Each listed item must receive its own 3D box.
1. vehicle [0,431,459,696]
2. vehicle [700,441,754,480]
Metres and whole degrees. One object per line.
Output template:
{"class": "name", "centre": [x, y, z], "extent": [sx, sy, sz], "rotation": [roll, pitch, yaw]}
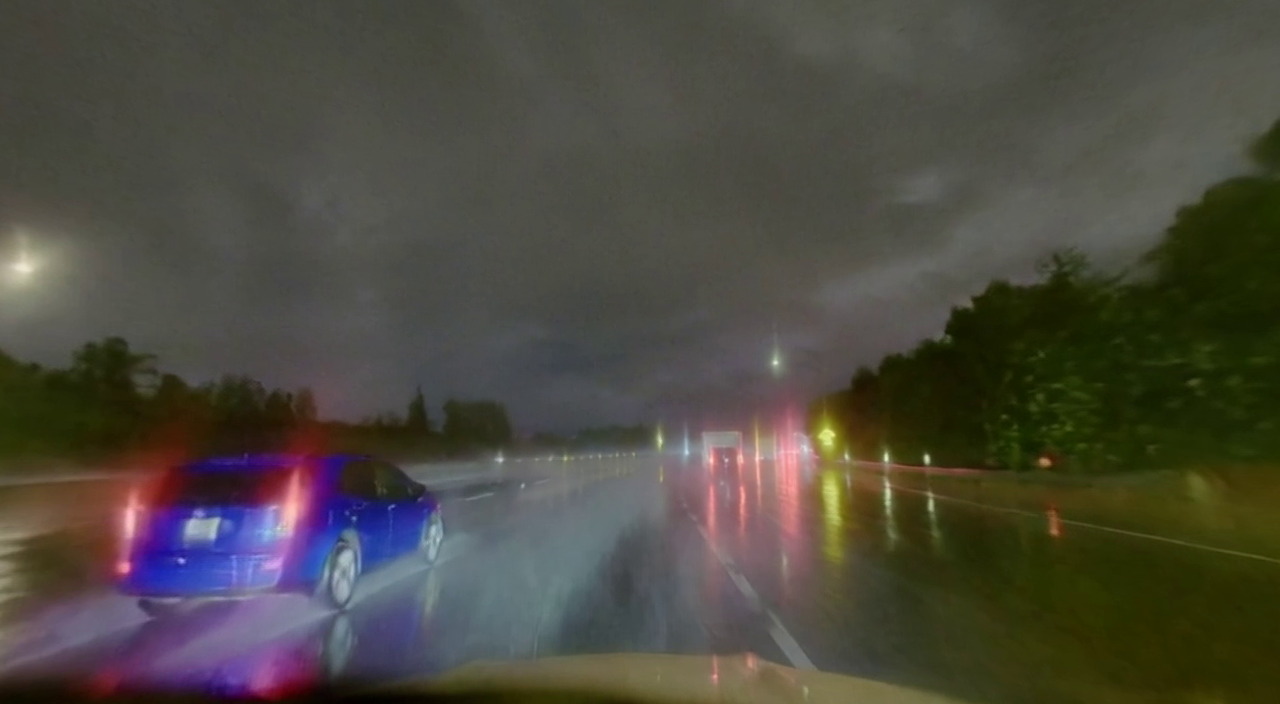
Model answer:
{"class": "vehicle", "centre": [-3.342, 1.580, 5.878], "extent": [1.937, 1.490, 4.372], "rotation": [-1, -9, 1]}
{"class": "vehicle", "centre": [4.400, 5.568, 32.496], "extent": [2.225, 1.833, 4.340], "rotation": [-1, -9, 1]}
